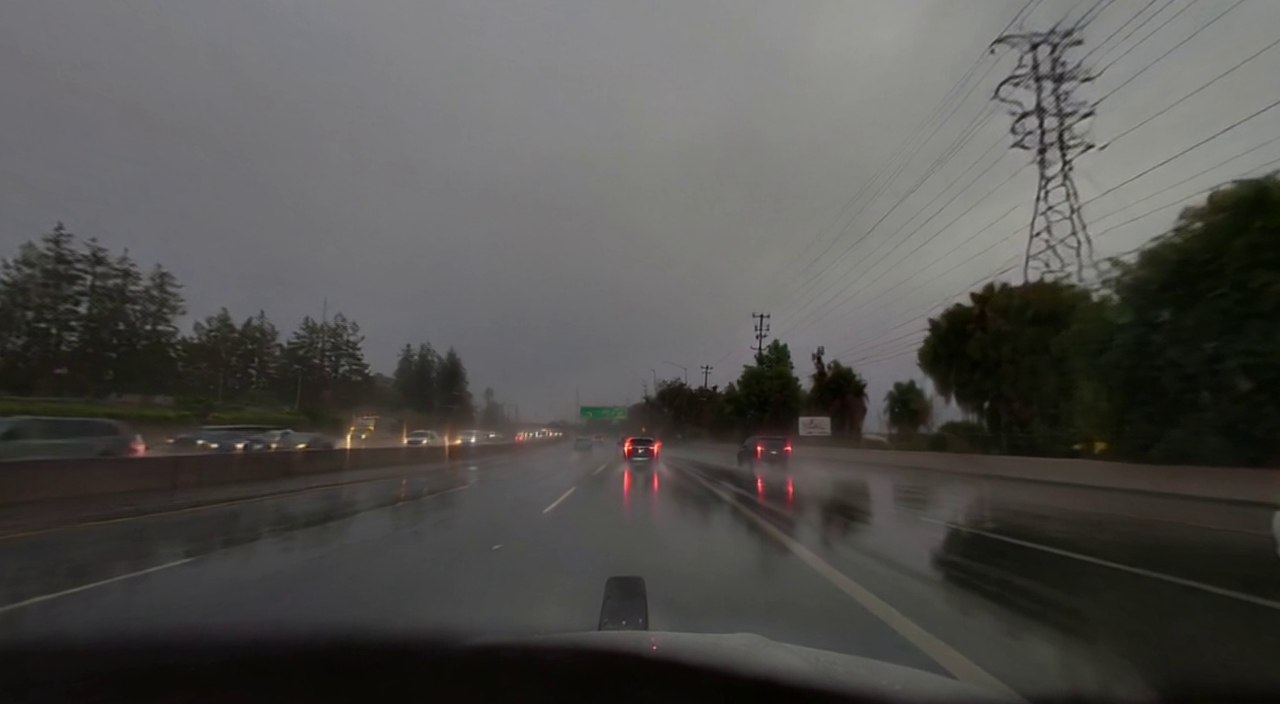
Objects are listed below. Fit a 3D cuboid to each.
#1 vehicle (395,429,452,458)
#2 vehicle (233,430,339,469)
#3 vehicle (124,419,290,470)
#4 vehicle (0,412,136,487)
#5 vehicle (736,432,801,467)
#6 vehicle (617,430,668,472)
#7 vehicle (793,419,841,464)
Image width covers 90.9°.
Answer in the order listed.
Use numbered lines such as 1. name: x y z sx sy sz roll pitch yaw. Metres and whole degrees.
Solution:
1. vehicle: -16.449 7.019 48.364 2.339 2.062 5.804 0 -8 -1
2. vehicle: -16.041 4.451 28.965 2.055 1.611 4.851 0 -8 0
3. vehicle: -20.354 4.454 30.355 2.860 2.155 7.249 0 -8 0
4. vehicle: -16.500 2.518 16.235 2.188 1.786 5.759 0 -8 1
5. vehicle: 6.706 5.156 33.462 2.099 1.720 4.829 0 -8 -5
6. vehicle: 0.075 4.566 29.240 2.192 1.769 4.287 0 -8 -1
7. vehicle: 11.509 5.828 41.162 2.162 2.775 2.707 0 -8 -4
